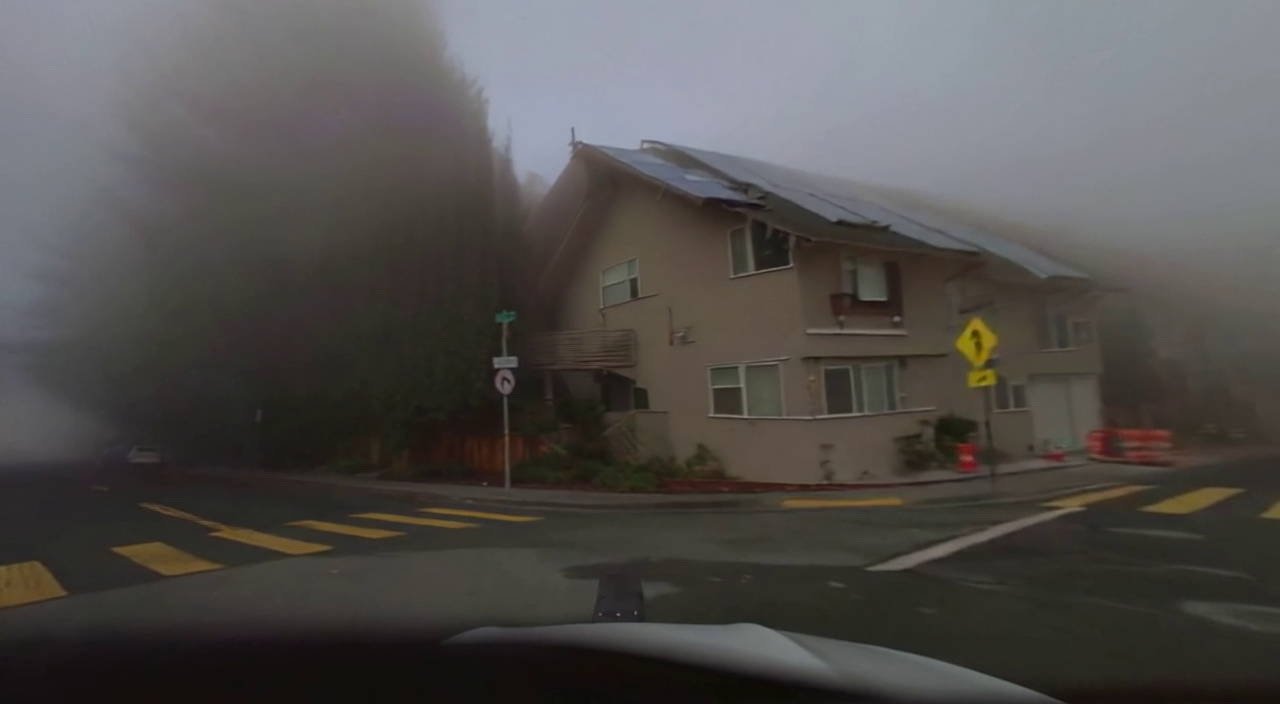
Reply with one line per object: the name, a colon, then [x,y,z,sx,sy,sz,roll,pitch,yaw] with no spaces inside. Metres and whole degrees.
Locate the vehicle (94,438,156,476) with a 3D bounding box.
vehicle: [-34.372,6.919,41.951,2.492,2.319,5.914,7,-10,-44]

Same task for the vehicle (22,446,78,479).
vehicle: [-34.837,6.476,37.131,4.197,1.742,2.050,-8,-10,44]

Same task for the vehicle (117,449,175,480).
vehicle: [-27.309,6.157,34.766,1.998,1.494,3.927,7,-10,-43]
